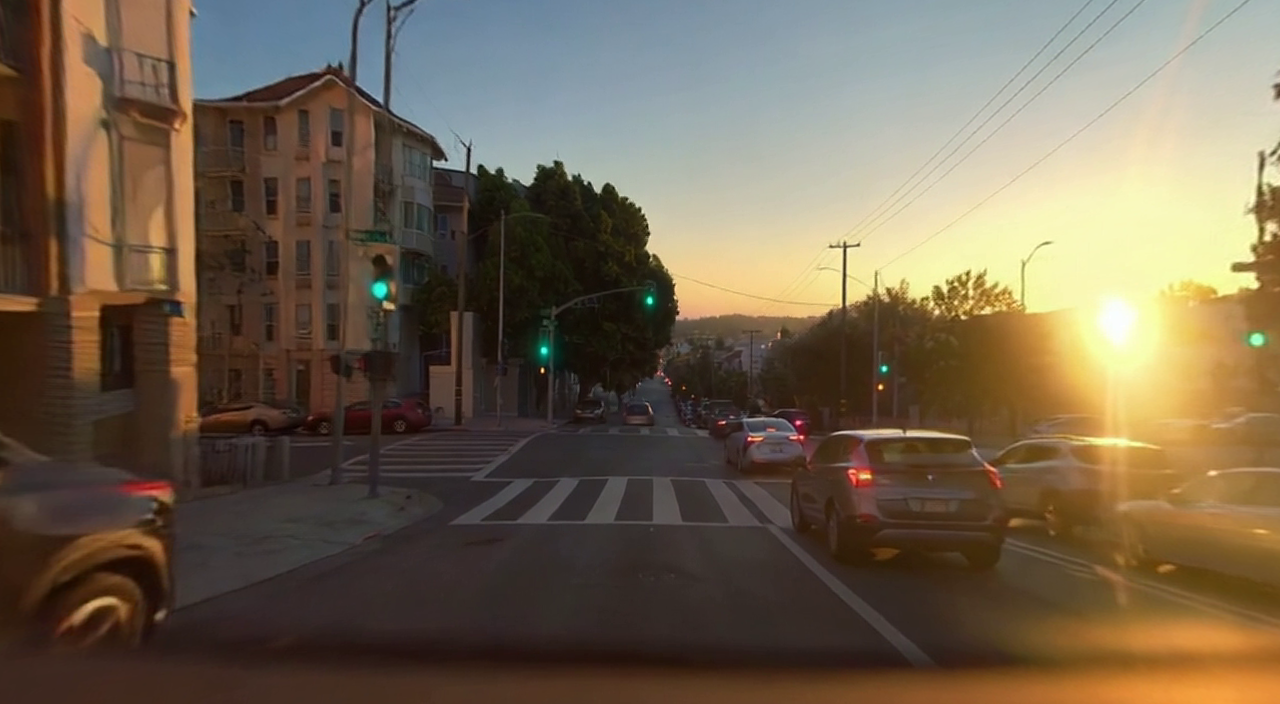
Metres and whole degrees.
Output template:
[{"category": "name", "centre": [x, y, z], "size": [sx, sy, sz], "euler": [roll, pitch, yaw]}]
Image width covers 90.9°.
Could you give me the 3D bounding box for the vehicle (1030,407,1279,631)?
[{"category": "vehicle", "centre": [6.085, 1.459, 5.908], "size": [1.999, 1.752, 4.502], "euler": [0, -9, 1]}]

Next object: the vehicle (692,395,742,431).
[{"category": "vehicle", "centre": [3.888, 3.217, 32.656], "size": [2.093, 1.655, 4.327], "euler": [0, -9, 1]}]

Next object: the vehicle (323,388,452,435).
[{"category": "vehicle", "centre": [-10.173, 2.458, 25.652], "size": [4.304, 1.755, 2.083], "euler": [0, -9, 1]}]

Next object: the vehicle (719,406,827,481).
[{"category": "vehicle", "centre": [3.327, 2.285, 16.562], "size": [1.970, 1.490, 4.016], "euler": [0, -2, 0]}]

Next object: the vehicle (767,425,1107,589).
[{"category": "vehicle", "centre": [3.120, 1.739, 8.012], "size": [2.055, 1.450, 4.676], "euler": [0, -9, 0]}]

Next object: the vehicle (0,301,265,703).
[{"category": "vehicle", "centre": [-3.577, 0.639, 1.767], "size": [2.016, 1.885, 4.723], "euler": [0, -9, 1]}]

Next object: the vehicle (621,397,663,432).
[{"category": "vehicle", "centre": [0.126, 3.048, 30.273], "size": [1.923, 1.460, 3.923], "euler": [0, -9, 1]}]

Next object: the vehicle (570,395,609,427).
[{"category": "vehicle", "centre": [-2.688, 3.279, 34.297], "size": [1.878, 1.521, 3.697], "euler": [0, -9, -1]}]
